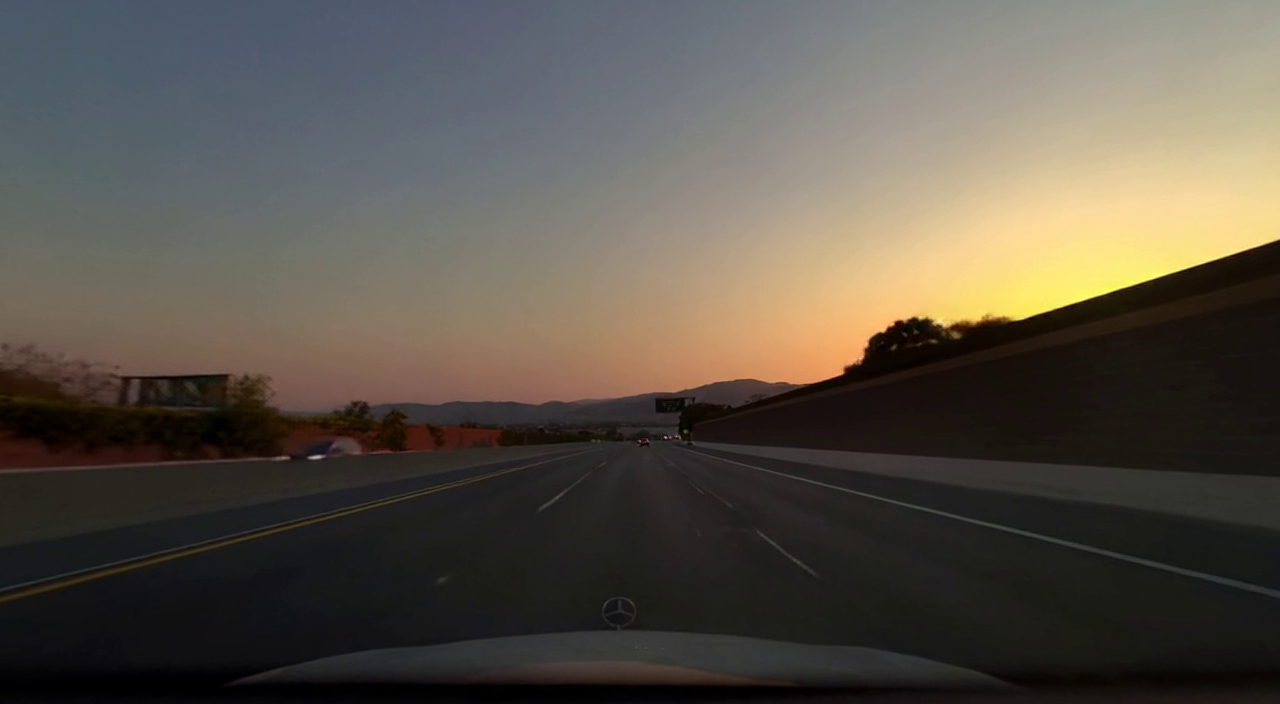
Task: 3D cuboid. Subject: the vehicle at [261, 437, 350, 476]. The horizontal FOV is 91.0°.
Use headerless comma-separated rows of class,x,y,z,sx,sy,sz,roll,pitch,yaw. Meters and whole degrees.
vehicle,-16.261,5.064,30.904,1.933,1.764,4.400,0,-8,-1
